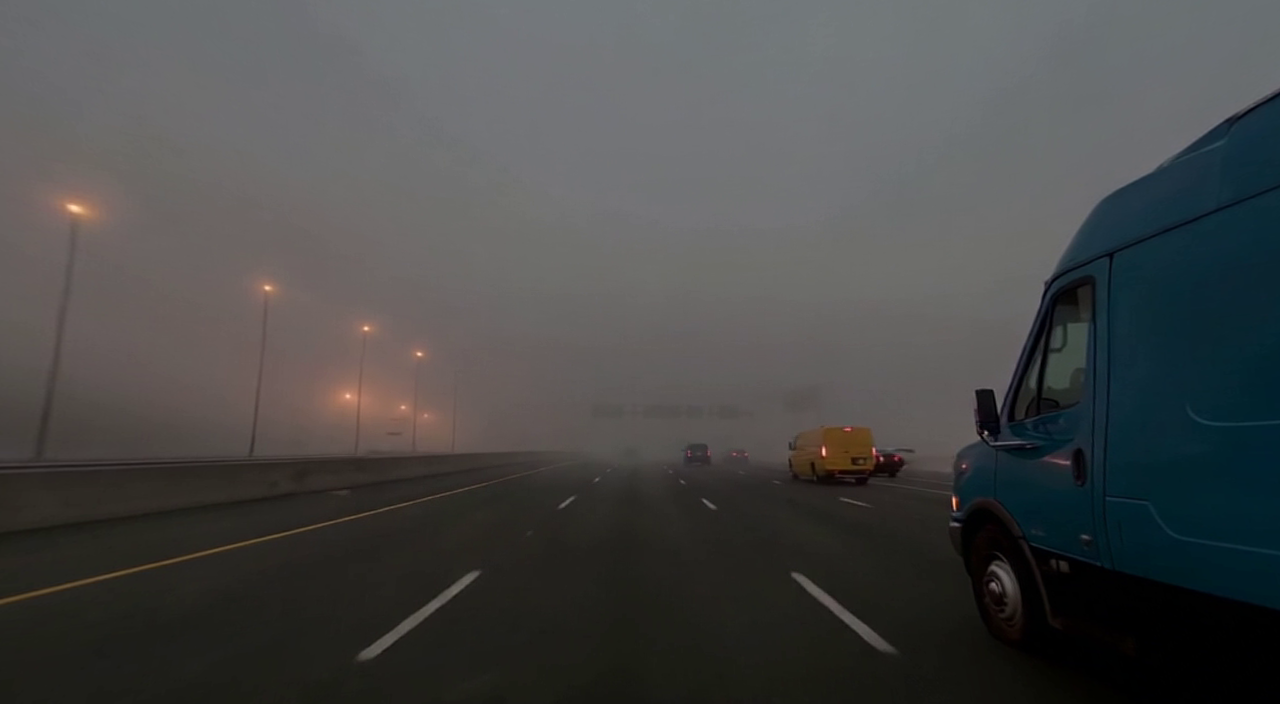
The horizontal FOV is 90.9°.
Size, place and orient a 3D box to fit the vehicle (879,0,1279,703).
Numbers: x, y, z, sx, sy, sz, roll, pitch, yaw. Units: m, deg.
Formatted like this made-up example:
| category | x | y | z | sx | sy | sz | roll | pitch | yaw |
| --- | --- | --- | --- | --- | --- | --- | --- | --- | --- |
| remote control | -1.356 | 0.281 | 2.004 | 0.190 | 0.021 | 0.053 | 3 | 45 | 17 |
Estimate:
| category | x | y | z | sx | sy | sz | roll | pitch | yaw |
| --- | --- | --- | --- | --- | --- | --- | --- | --- | --- |
| vehicle | 3.165 | 0.195 | 1.498 | 2.436 | 2.745 | 7.034 | 0 | -8 | 0 |

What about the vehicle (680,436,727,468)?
| category | x | y | z | sx | sy | sz | roll | pitch | yaw |
| --- | --- | --- | --- | --- | --- | --- | --- | --- | --- |
| vehicle | 4.119 | 6.636 | 41.960 | 2.464 | 1.961 | 5.520 | 0 | -8 | -1 |

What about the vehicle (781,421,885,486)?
| category | x | y | z | sx | sy | sz | roll | pitch | yaw |
| --- | --- | --- | --- | --- | --- | --- | --- | --- | --- |
| vehicle | 7.245 | 3.868 | 24.420 | 2.301 | 2.203 | 5.419 | 0 | -8 | 0 |
